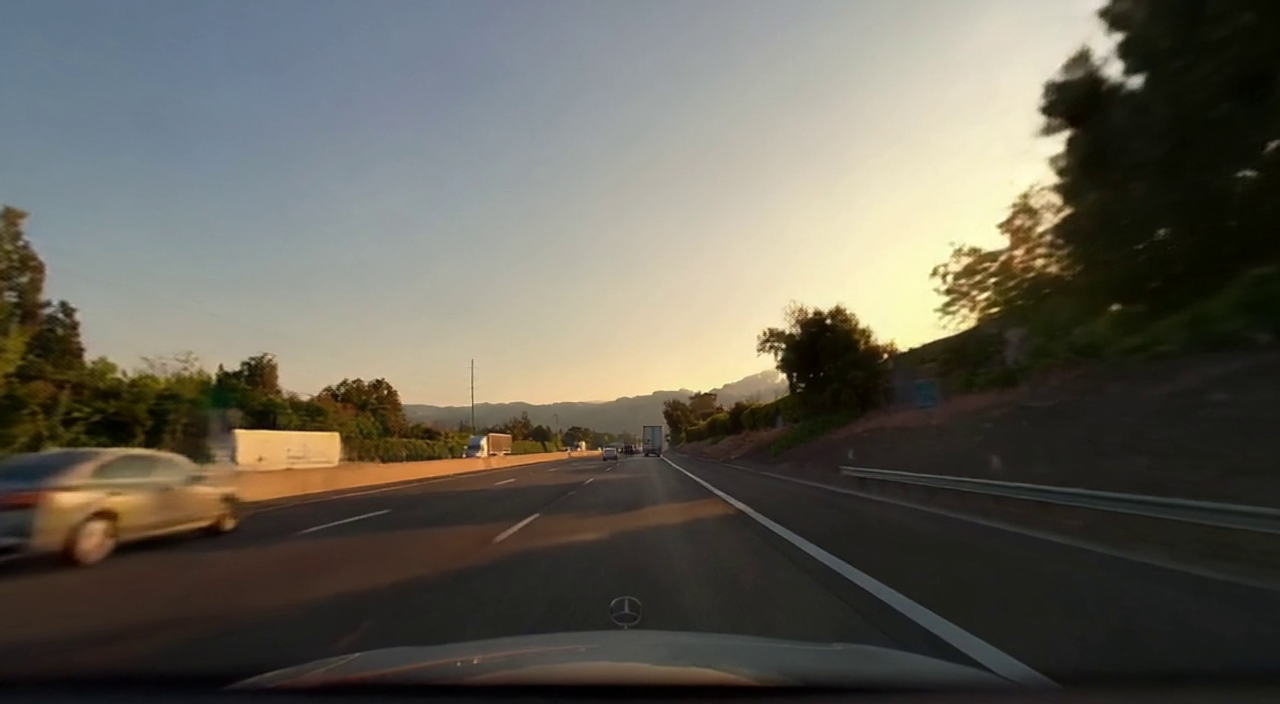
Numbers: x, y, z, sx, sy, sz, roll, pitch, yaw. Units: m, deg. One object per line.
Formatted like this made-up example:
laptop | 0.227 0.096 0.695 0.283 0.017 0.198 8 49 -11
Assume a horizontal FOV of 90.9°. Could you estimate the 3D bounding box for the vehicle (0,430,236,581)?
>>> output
vehicle | -7.482 1.765 7.703 2.031 1.521 4.503 0 -9 1
